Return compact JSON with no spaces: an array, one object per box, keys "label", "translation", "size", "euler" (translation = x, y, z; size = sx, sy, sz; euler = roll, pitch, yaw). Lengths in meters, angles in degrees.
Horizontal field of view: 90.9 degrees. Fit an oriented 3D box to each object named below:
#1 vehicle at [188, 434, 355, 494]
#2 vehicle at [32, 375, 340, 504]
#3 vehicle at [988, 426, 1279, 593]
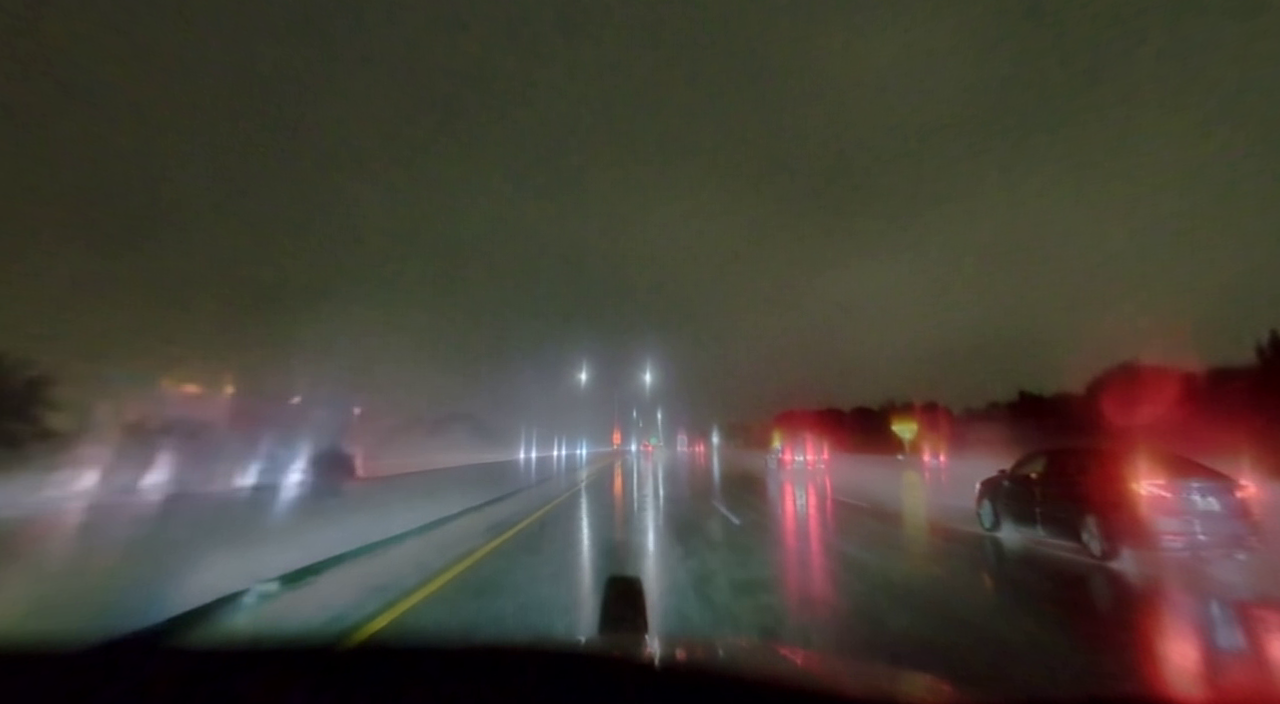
[{"label":"vehicle","translation":[-11.159,3.428,19.697],"size":[1.991,1.603,5.124],"euler":[0,-9,2]},{"label":"vehicle","translation":[-14.896,3.159,22.555],"size":[2.966,3.515,10.615],"euler":[0,-9,1]},{"label":"vehicle","translation":[6.931,1.796,8.113],"size":[2.093,1.525,4.865],"euler":[0,-8,0]}]
